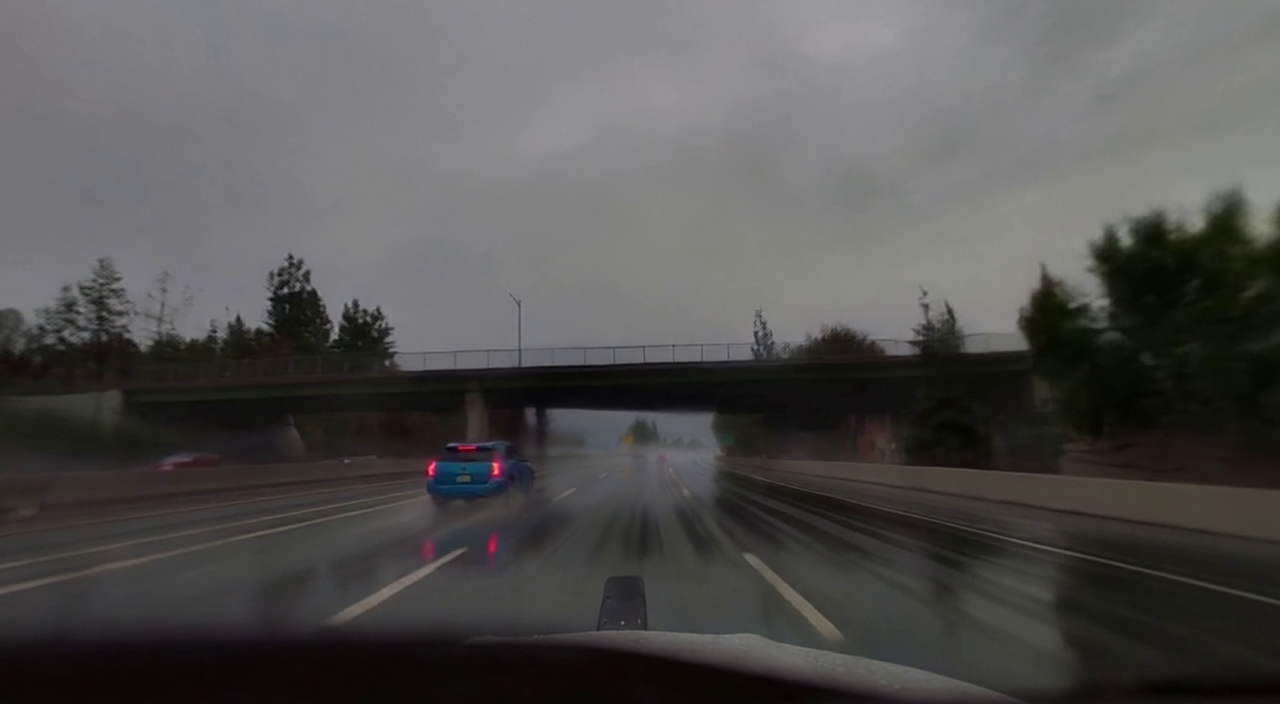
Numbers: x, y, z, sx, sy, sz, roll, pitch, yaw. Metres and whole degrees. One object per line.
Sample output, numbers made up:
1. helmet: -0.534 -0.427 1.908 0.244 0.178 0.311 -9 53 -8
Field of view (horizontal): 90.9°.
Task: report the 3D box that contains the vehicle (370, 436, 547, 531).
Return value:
1. vehicle: -3.514 2.667 13.411 2.274 1.628 4.807 0 -9 1
